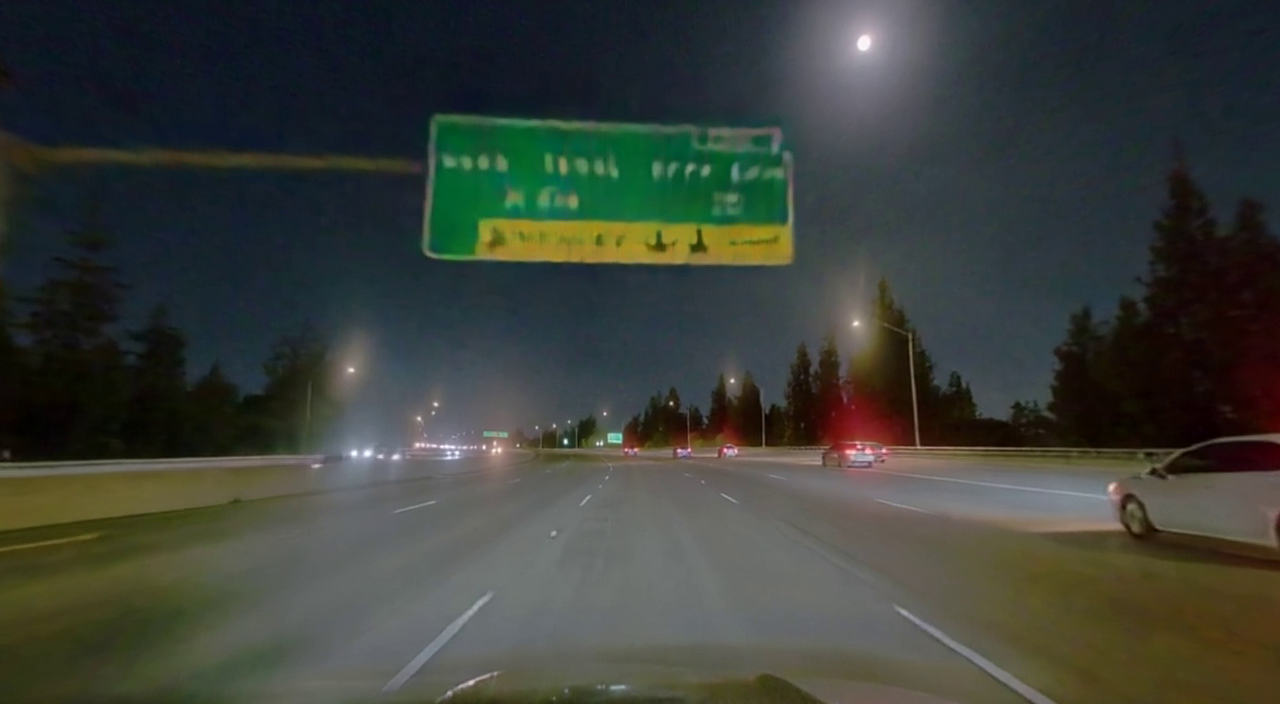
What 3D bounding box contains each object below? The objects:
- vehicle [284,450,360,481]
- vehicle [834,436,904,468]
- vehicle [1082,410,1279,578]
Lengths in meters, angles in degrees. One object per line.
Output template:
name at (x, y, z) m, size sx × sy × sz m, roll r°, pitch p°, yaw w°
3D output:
vehicle at (-16.894, 6.018, 33.688) m, size 1.862 × 1.506 × 4.282 m, roll 0°, pitch -9°, yaw 0°
vehicle at (13.834, 6.082, 38.453) m, size 2.107 × 1.803 × 5.385 m, roll 0°, pitch -9°, yaw -2°
vehicle at (7.469, 1.509, 6.856) m, size 2.124 × 1.661 × 4.267 m, roll 0°, pitch -9°, yaw -1°
